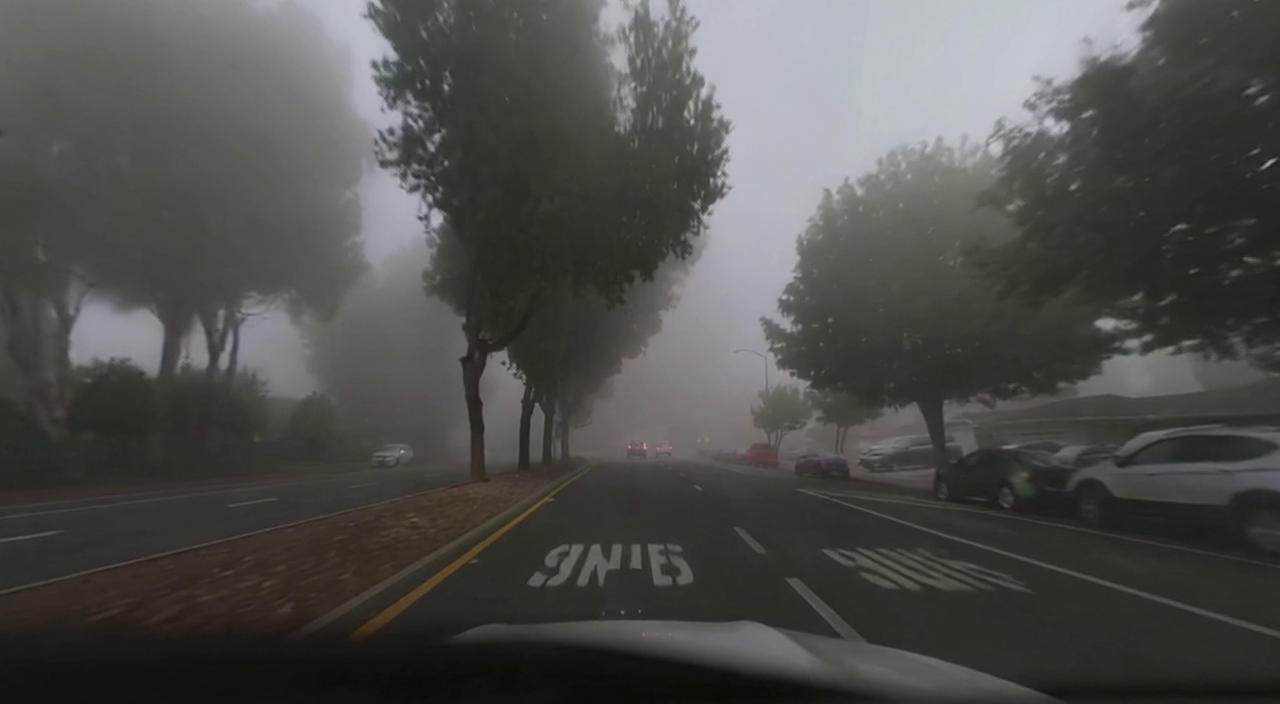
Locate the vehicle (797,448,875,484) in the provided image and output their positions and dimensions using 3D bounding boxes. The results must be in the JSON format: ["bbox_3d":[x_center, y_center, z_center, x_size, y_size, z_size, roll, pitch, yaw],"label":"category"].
[{"bbox_3d":[9.172,5.348,30.065,2.009,1.493,4.983,0,-8,-2],"label":"vehicle"}]

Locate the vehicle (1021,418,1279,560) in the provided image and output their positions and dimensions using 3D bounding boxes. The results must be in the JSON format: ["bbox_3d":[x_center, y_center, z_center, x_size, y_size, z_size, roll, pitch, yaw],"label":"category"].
[{"bbox_3d":[9.398,2.260,11.272,2.083,1.946,4.928,0,-8,0],"label":"vehicle"}]

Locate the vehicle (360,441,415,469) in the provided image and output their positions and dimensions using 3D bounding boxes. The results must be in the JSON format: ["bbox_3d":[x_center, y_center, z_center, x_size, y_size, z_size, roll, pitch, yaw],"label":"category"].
[{"bbox_3d":[-17.949,7.323,45.224,2.016,1.755,5.389,-3,-8,-3],"label":"vehicle"}]

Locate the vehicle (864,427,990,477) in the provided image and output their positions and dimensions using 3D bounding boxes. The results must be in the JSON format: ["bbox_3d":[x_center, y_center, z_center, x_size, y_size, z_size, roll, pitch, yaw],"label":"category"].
[{"bbox_3d":[16.173,5.600,35.799,5.911,2.054,2.167,-6,-6,-2],"label":"vehicle"}]

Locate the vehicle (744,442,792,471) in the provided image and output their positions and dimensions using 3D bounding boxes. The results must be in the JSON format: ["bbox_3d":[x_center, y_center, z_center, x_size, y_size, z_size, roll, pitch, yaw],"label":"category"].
[{"bbox_3d":[8.681,7.153,43.425,2.100,1.821,4.991,0,-8,-2],"label":"vehicle"}]
